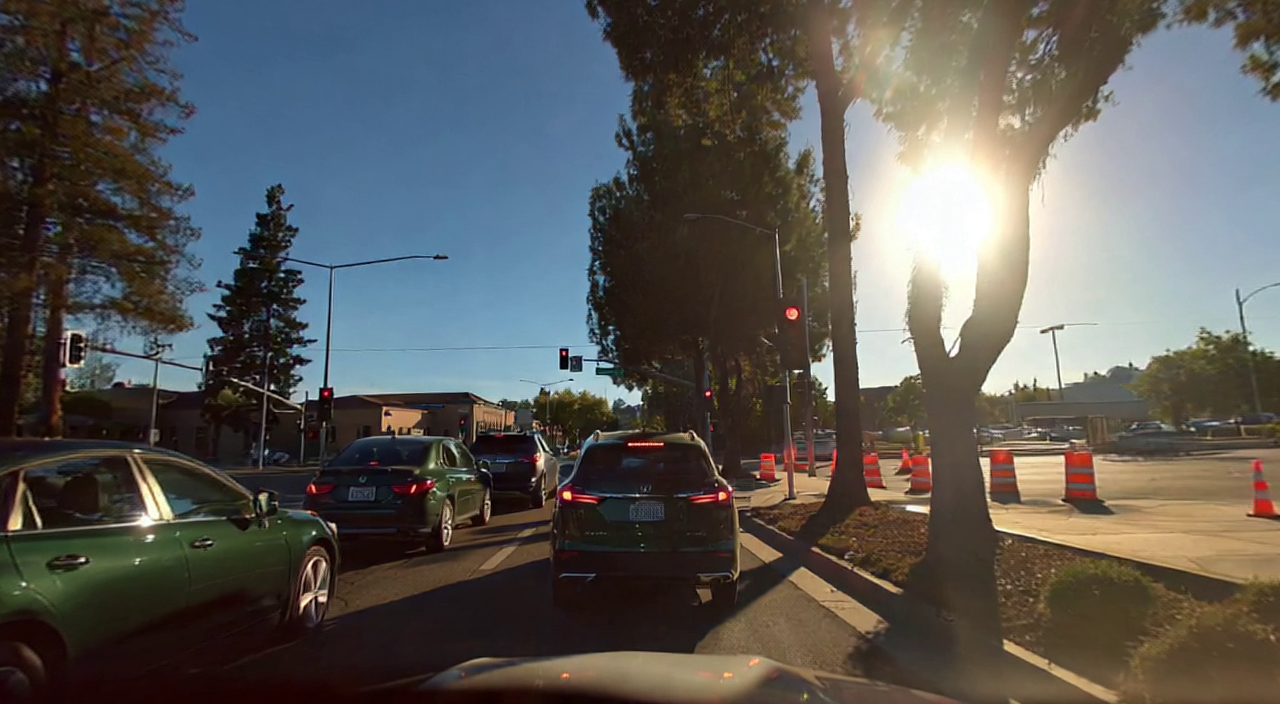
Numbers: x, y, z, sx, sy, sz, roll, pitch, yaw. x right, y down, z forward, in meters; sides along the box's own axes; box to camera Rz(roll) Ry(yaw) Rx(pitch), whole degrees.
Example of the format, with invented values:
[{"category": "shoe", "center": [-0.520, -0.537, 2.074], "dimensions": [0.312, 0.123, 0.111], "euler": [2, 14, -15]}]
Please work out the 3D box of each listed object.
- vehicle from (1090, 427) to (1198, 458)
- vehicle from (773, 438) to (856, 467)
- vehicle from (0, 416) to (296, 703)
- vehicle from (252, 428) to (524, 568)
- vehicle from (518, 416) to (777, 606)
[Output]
[{"category": "vehicle", "center": [32.568, 5.884, 40.812], "dimensions": [5.082, 1.907, 2.115], "euler": [0, -9, 1]}, {"category": "vehicle", "center": [11.230, 6.505, 40.761], "dimensions": [4.827, 1.729, 1.986], "euler": [0, -9, 2]}, {"category": "vehicle", "center": [-3.587, 0.947, 2.151], "dimensions": [2.064, 1.497, 4.722], "euler": [0, -9, 1]}, {"category": "vehicle", "center": [-3.273, 1.993, 9.450], "dimensions": [1.989, 1.541, 4.626], "euler": [0, -9, 2]}, {"category": "vehicle", "center": [0.106, 1.619, 7.210], "dimensions": [2.167, 1.560, 3.676], "euler": [0, -9, 1]}]
